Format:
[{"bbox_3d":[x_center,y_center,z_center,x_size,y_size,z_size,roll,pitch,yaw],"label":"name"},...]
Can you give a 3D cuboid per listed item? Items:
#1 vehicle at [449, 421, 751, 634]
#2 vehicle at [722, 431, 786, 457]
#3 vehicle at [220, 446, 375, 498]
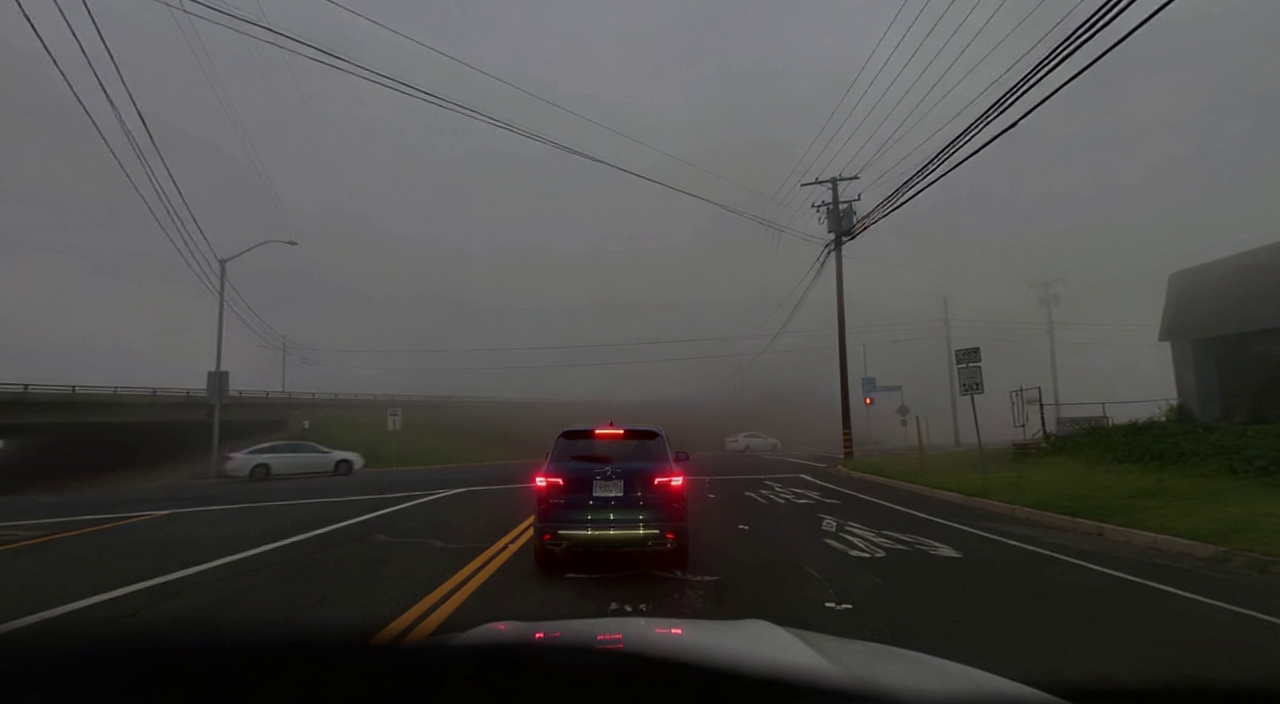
[{"bbox_3d":[-0.243,1.527,6.460,2.090,1.458,4.033,-1,-9,1],"label":"vehicle"},{"bbox_3d":[7.938,6.365,43.642,1.986,1.667,4.748,-8,-12,43],"label":"vehicle"},{"bbox_3d":[-12.166,4.208,22.620,4.435,1.637,1.901,8,-12,-44],"label":"vehicle"}]
